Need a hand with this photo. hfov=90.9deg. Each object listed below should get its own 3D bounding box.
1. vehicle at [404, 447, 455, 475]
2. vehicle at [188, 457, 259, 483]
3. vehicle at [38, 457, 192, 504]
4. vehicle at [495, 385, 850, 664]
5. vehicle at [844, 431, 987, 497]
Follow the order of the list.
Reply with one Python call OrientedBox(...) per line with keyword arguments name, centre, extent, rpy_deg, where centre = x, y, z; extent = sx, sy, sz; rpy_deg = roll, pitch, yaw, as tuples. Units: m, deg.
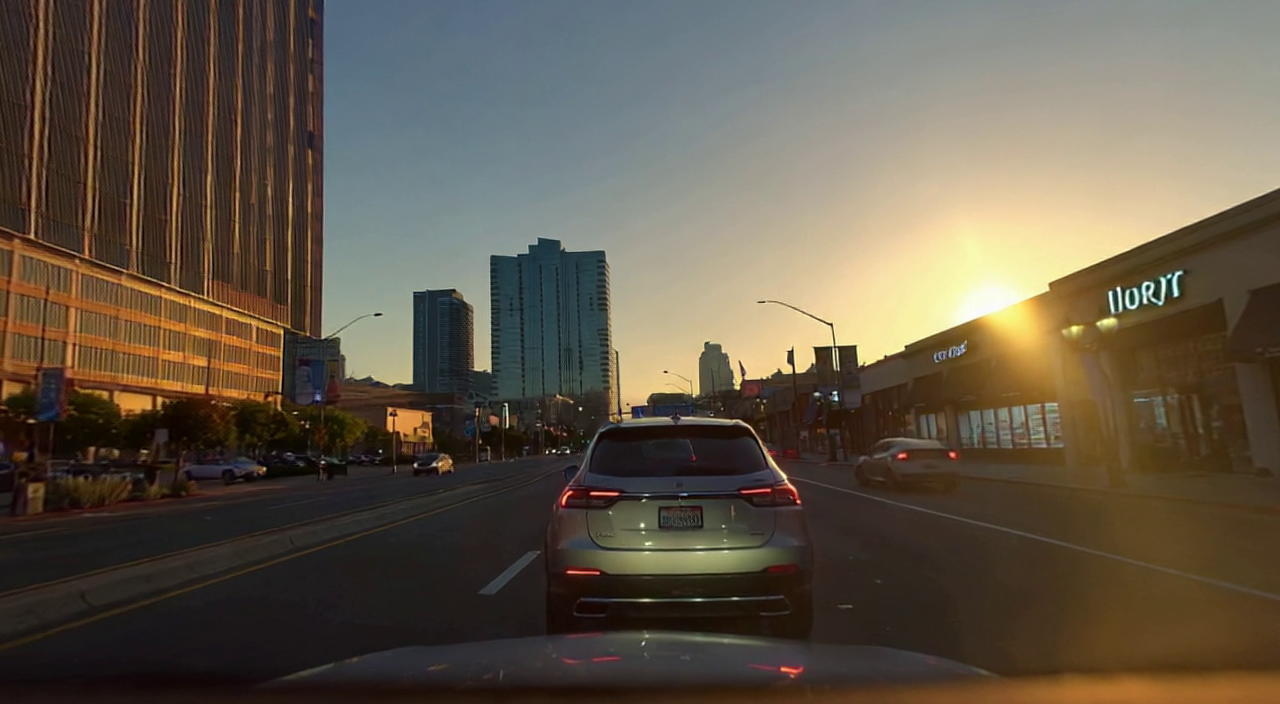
OrientedBox(name="vehicle", centre=(-13.650, 7.070, 41.114), extent=(1.965, 1.695, 4.284), rpy_deg=(0, -8, -2))
OrientedBox(name="vehicle", centre=(-27.900, 7.877, 42.376), extent=(1.861, 1.578, 4.152), rpy_deg=(0, -8, 1))
OrientedBox(name="vehicle", centre=(-21.358, 5.215, 25.958), extent=(4.608, 1.659, 1.981), rpy_deg=(6, -10, -34))
OrientedBox(name="vehicle", centre=(0.197, 1.320, 5.806), extent=(2.125, 1.669, 3.880), rpy_deg=(0, -8, 0))
OrientedBox(name="vehicle", centre=(7.050, 2.898, 16.675), extent=(1.900, 1.507, 4.151), rpy_deg=(0, -8, 0))
